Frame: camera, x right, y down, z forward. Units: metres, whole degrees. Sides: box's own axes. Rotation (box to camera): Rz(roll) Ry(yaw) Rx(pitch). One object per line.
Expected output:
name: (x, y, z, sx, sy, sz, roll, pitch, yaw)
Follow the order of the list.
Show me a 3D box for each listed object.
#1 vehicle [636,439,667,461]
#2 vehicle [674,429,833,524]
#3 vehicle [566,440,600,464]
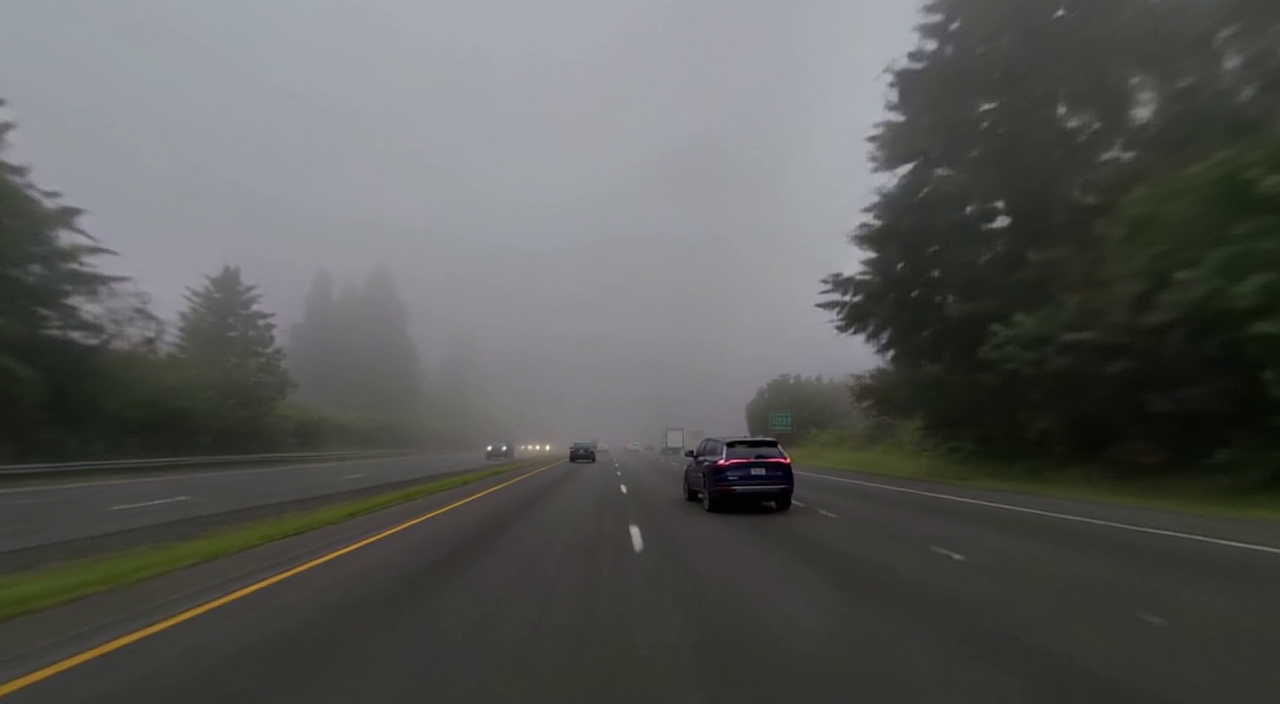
vehicle: (0.823, 7.221, 46.693, 1.995, 1.556, 3.893, 1, -8, -4)
vehicle: (1.965, 2.328, 12.559, 1.961, 1.495, 4.743, 1, -8, -4)
vehicle: (-3.656, 6.459, 41.017, 2.055, 1.466, 4.317, 0, -8, -3)
